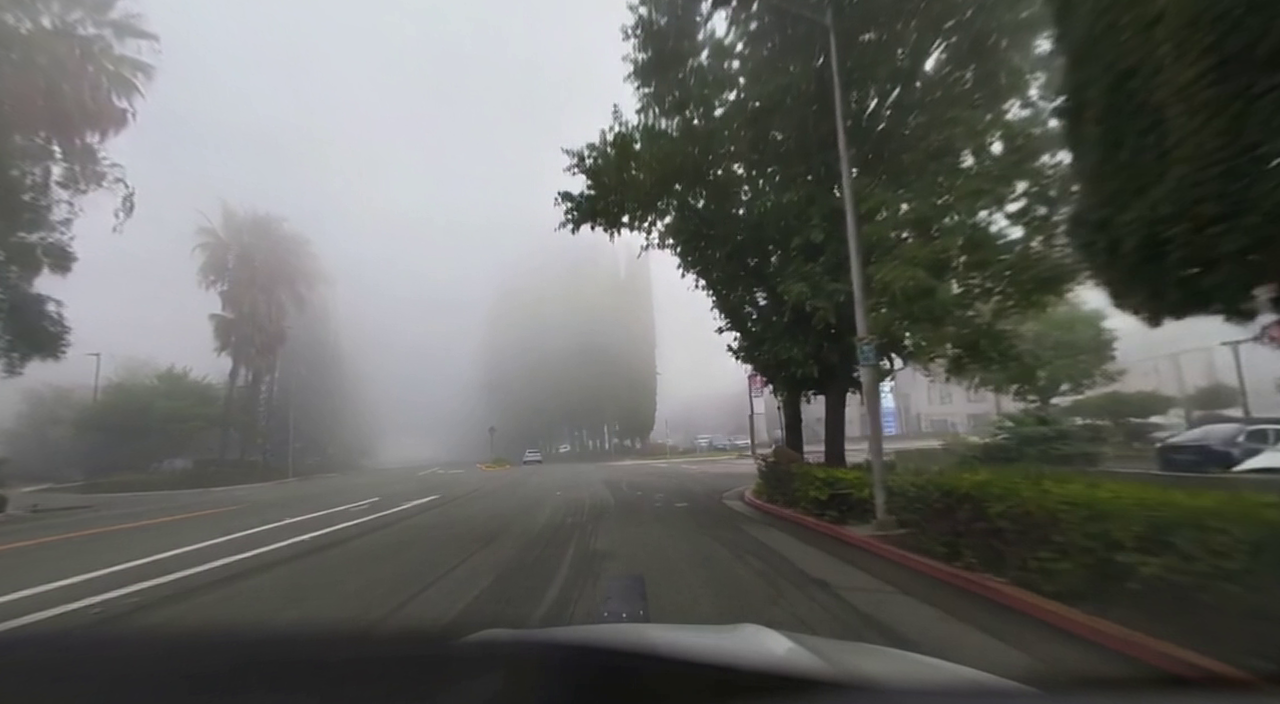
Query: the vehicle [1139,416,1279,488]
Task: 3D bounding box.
[{"bbox_3d":[14.687,2.286,14.448,4.468,1.509,2.158,0,-9,1],"label":"vehicle"}]
